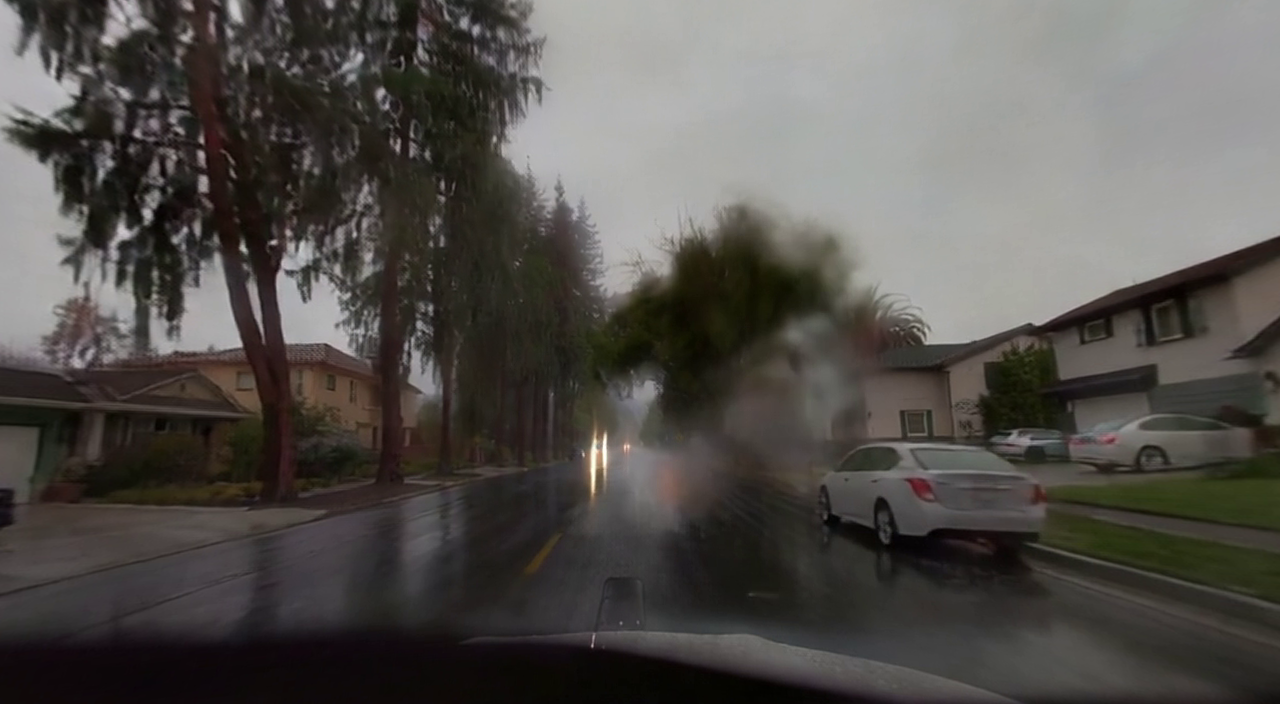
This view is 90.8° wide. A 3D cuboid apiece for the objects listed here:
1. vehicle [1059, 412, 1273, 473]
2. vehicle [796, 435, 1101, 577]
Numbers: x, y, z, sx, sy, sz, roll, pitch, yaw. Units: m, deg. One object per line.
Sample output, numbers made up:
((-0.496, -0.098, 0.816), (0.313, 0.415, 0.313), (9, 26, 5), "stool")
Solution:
((15.380, 2.667, 18.695), (4.505, 1.667, 2.018), (0, -8, -1), "vehicle")
((3.815, 1.948, 8.904), (2.013, 1.473, 4.329), (0, -8, -1), "vehicle")
